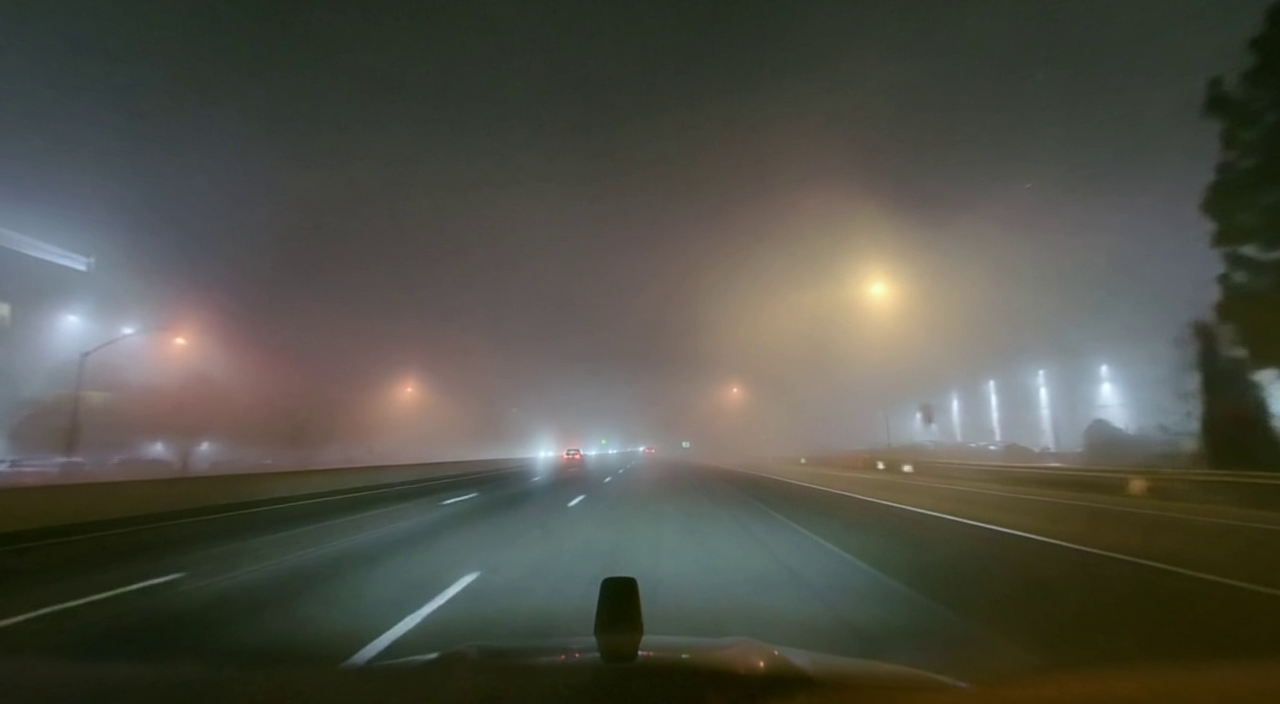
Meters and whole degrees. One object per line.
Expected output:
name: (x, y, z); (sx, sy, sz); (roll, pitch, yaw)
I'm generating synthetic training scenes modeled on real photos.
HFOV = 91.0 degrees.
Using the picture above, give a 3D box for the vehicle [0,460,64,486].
vehicle: (-37.246, 7.233, 37.755); (3.852, 1.492, 1.615); (-1, -9, 5)
